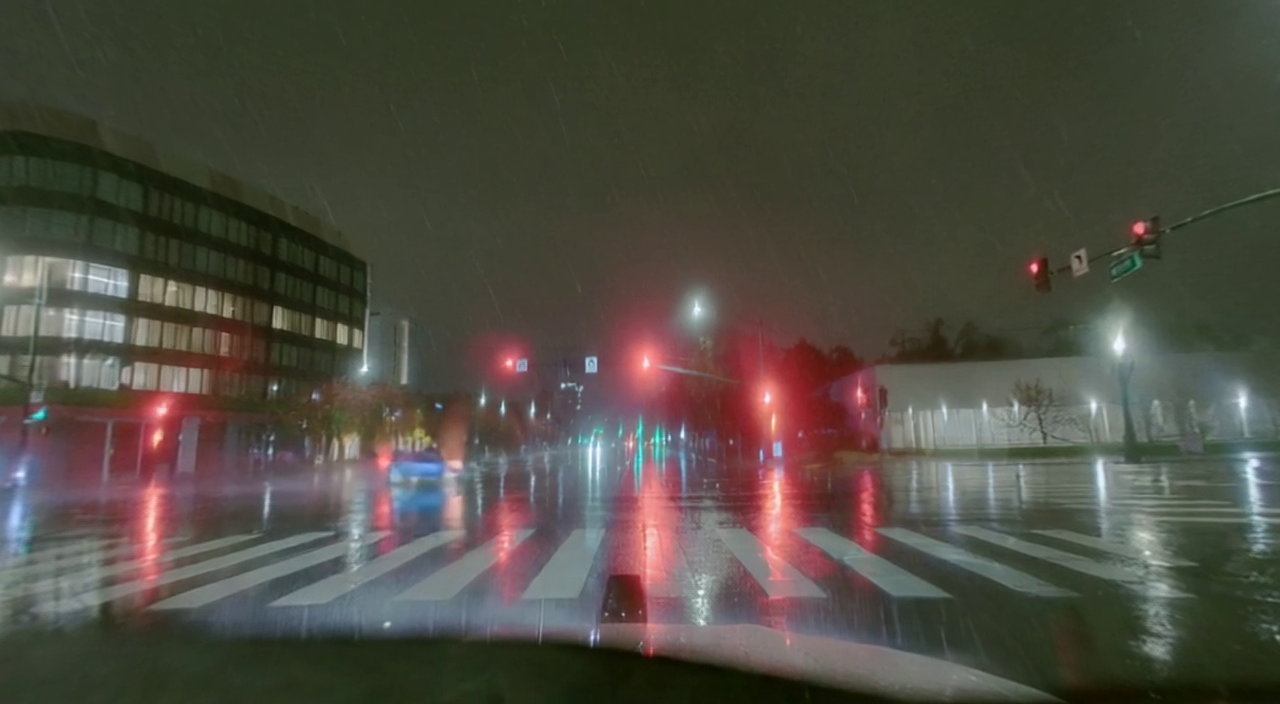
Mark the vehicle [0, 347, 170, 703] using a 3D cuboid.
[{"bbox_3d":[-3.630,0.618,1.060,2.109,1.692,4.587,0,-8,0],"label":"vehicle"}]
